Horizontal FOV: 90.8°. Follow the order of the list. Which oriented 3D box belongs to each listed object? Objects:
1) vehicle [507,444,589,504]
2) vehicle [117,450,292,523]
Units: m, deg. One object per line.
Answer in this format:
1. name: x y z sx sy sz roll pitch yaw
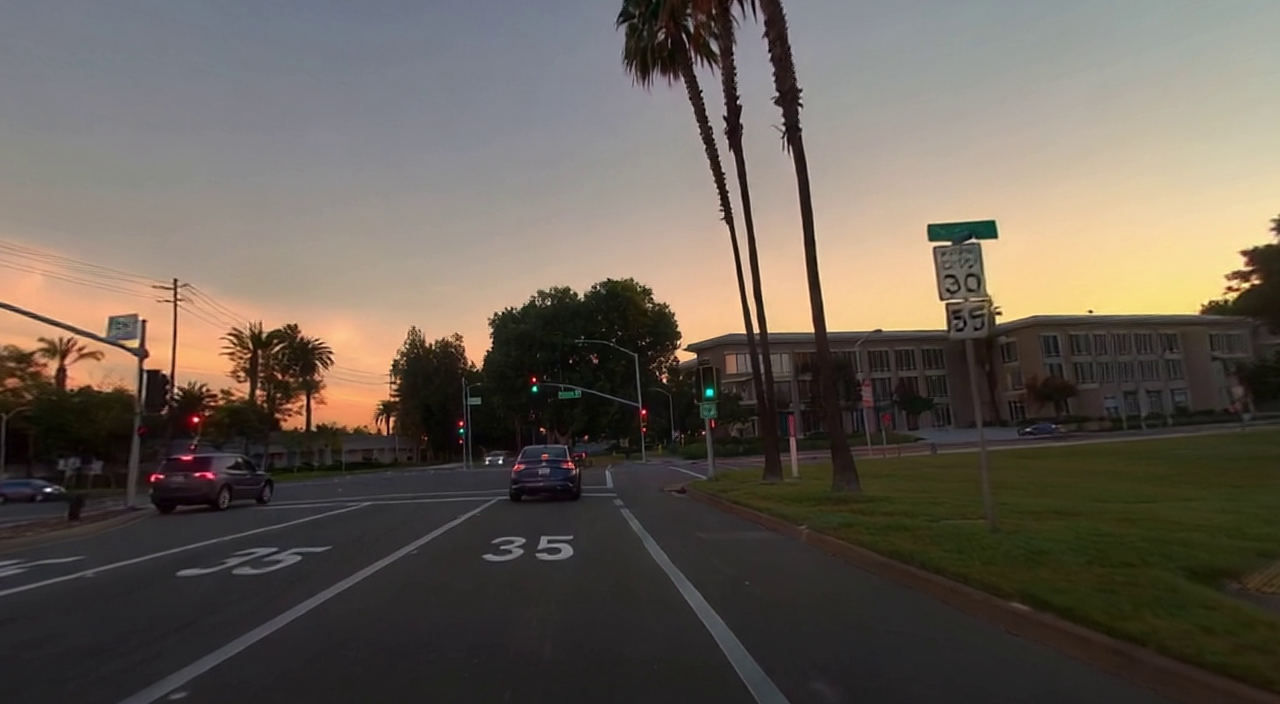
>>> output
1. vehicle: -2.565 3.466 18.337 2.063 1.474 4.334 0 -9 -6
2. vehicle: -12.459 3.827 18.575 2.050 1.811 4.752 0 -9 -5
